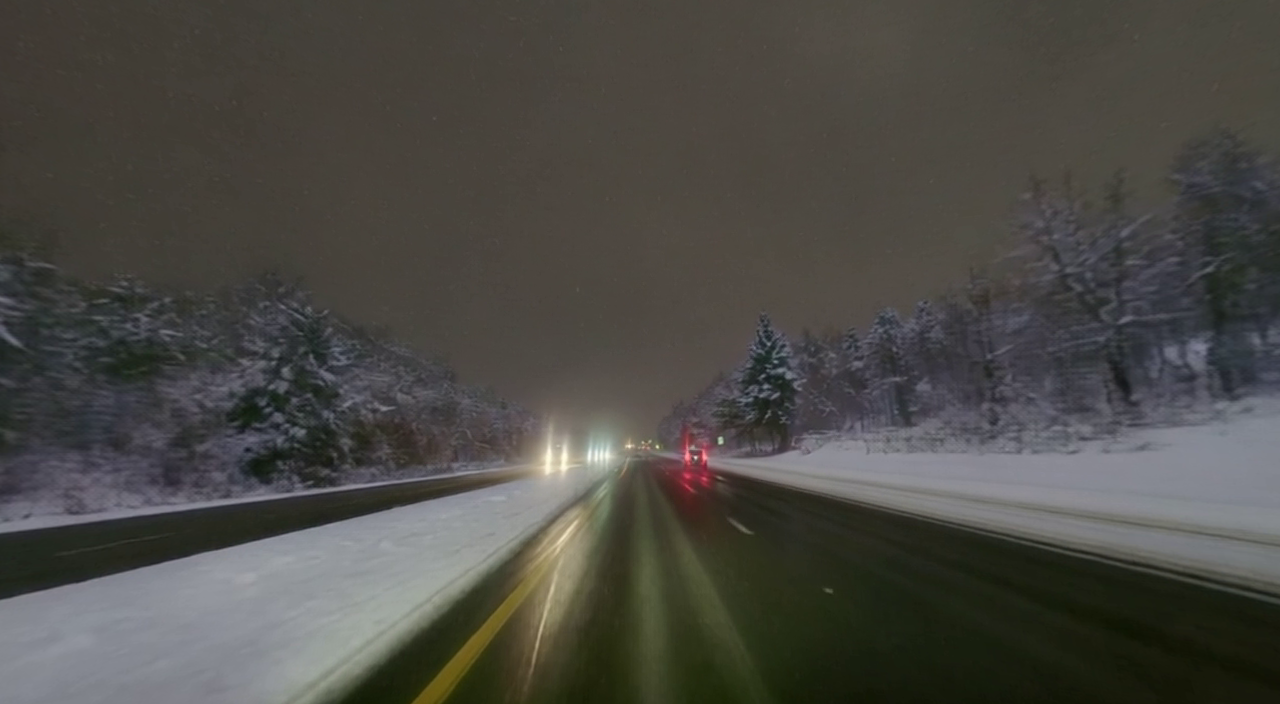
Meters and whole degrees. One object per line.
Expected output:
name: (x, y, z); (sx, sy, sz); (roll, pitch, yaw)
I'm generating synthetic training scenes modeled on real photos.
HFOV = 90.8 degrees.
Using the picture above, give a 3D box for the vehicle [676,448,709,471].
vehicle: (3.799, 7.851, 46.206); (2.013, 1.584, 3.995); (0, -9, -1)
